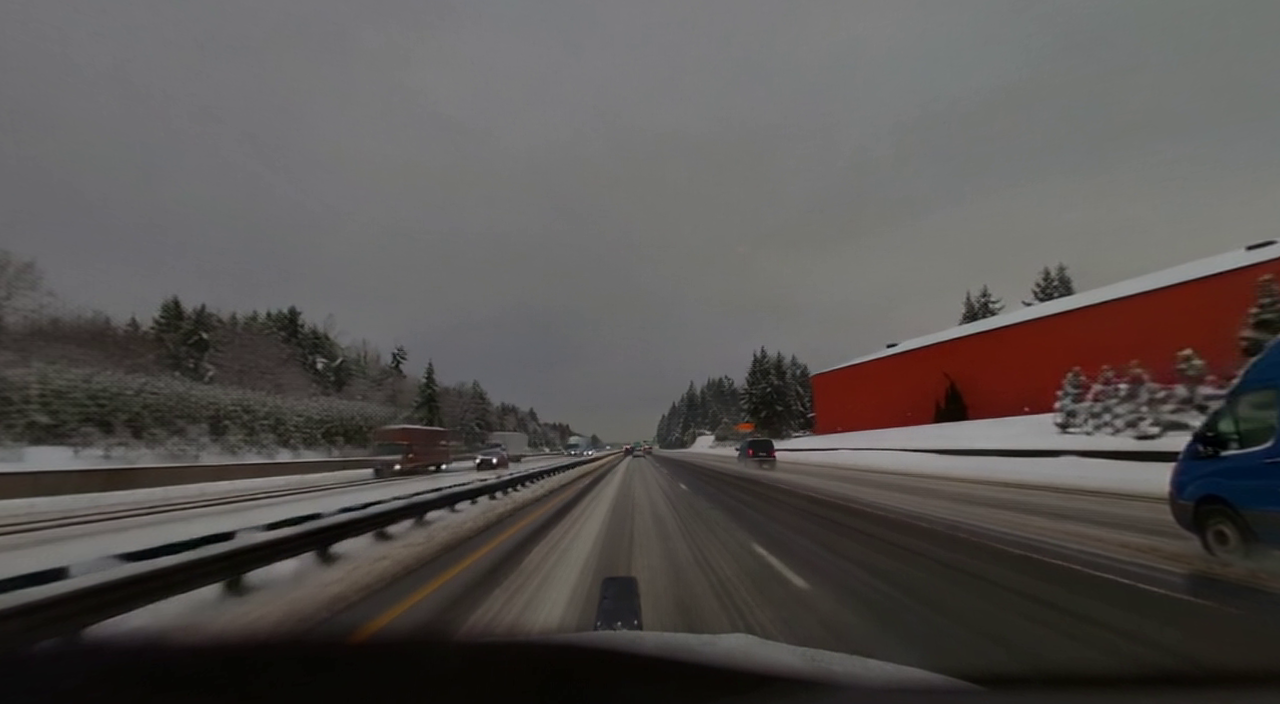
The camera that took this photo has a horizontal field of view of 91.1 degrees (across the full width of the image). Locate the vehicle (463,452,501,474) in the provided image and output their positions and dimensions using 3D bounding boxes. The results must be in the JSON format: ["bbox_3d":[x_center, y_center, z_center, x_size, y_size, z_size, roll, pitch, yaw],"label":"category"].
[{"bbox_3d":[-11.434,8.035,45.677,1.741,1.447,3.839,0,-9,1],"label":"vehicle"}]

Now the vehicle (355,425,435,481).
[{"bbox_3d":[-16.037,6.669,41.643,2.894,3.430,5.832,0,-9,0],"label":"vehicle"}]

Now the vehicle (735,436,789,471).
[{"bbox_3d":[7.348,6.164,38.360,2.156,1.943,5.010,0,-9,-1],"label":"vehicle"}]

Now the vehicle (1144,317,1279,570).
[{"bbox_3d":[7.903,0.735,5.189,2.283,2.631,6.053,0,-9,-1],"label":"vehicle"}]
